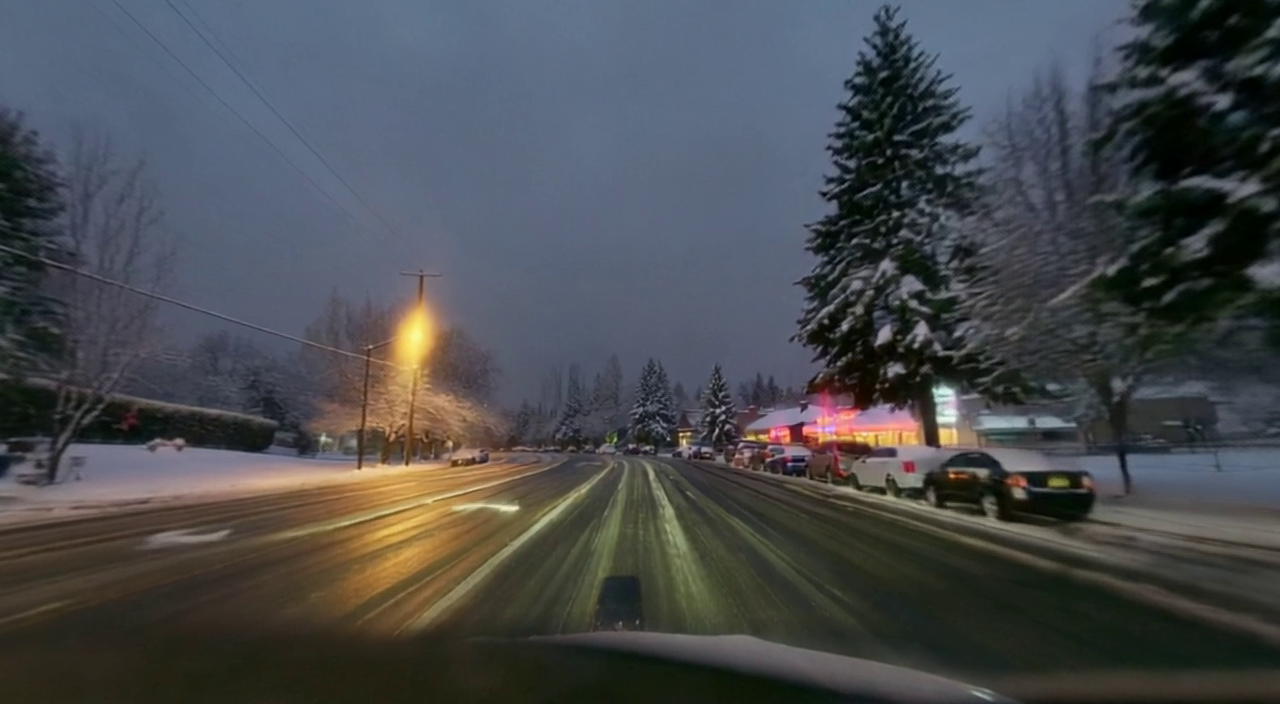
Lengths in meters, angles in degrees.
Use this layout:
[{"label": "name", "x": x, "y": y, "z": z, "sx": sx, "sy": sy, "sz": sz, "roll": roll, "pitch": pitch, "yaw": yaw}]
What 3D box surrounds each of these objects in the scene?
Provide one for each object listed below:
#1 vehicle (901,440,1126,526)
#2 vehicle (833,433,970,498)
[{"label": "vehicle", "x": 7.429, "y": 2.620, "z": 13.229, "sx": 2.057, "sy": 1.478, "sz": 4.356, "roll": 0, "pitch": -9, "yaw": 1}, {"label": "vehicle", "x": 7.519, "y": 3.308, "z": 18.735, "sx": 2.205, "sy": 1.658, "sz": 4.404, "roll": 0, "pitch": -9, "yaw": 1}]
